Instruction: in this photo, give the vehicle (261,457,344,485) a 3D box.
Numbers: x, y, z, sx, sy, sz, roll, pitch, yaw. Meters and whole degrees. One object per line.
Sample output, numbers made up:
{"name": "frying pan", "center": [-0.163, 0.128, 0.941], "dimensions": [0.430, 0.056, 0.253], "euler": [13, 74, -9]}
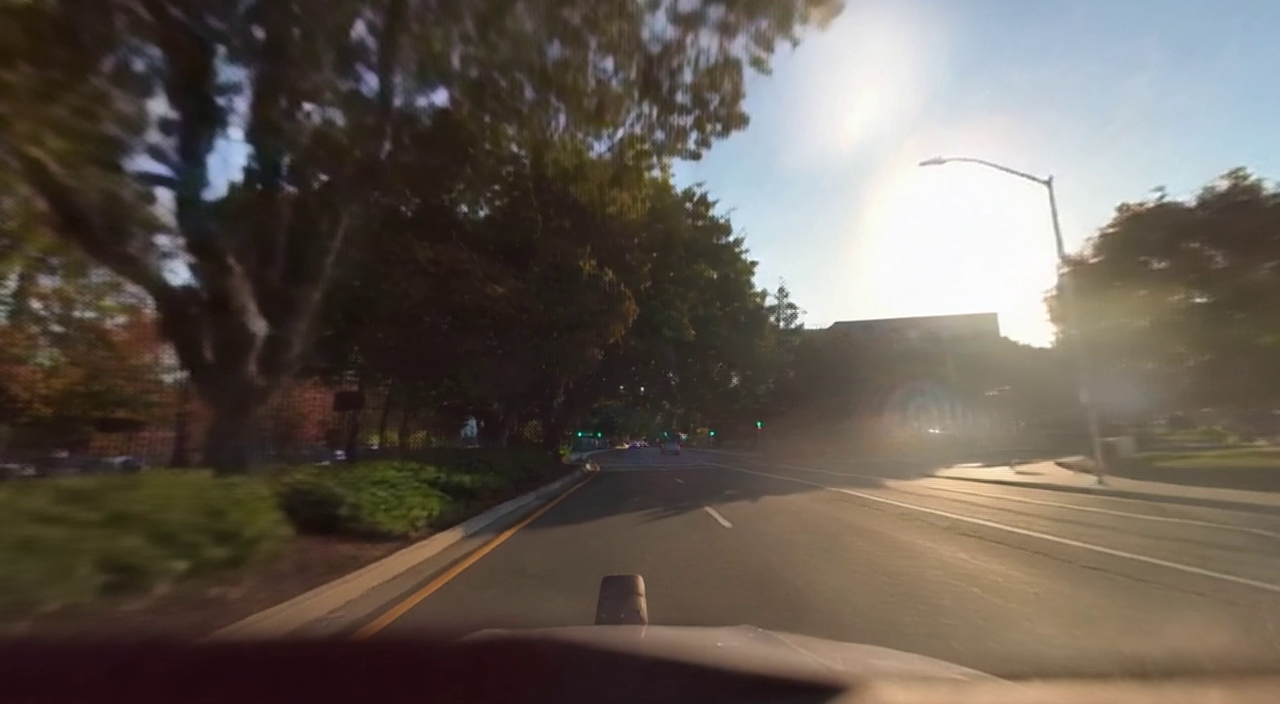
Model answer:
{"name": "vehicle", "center": [-18.997, 6.729, 35.821], "dimensions": [2.637, 1.401, 3.741], "euler": [1, -9, 0]}
